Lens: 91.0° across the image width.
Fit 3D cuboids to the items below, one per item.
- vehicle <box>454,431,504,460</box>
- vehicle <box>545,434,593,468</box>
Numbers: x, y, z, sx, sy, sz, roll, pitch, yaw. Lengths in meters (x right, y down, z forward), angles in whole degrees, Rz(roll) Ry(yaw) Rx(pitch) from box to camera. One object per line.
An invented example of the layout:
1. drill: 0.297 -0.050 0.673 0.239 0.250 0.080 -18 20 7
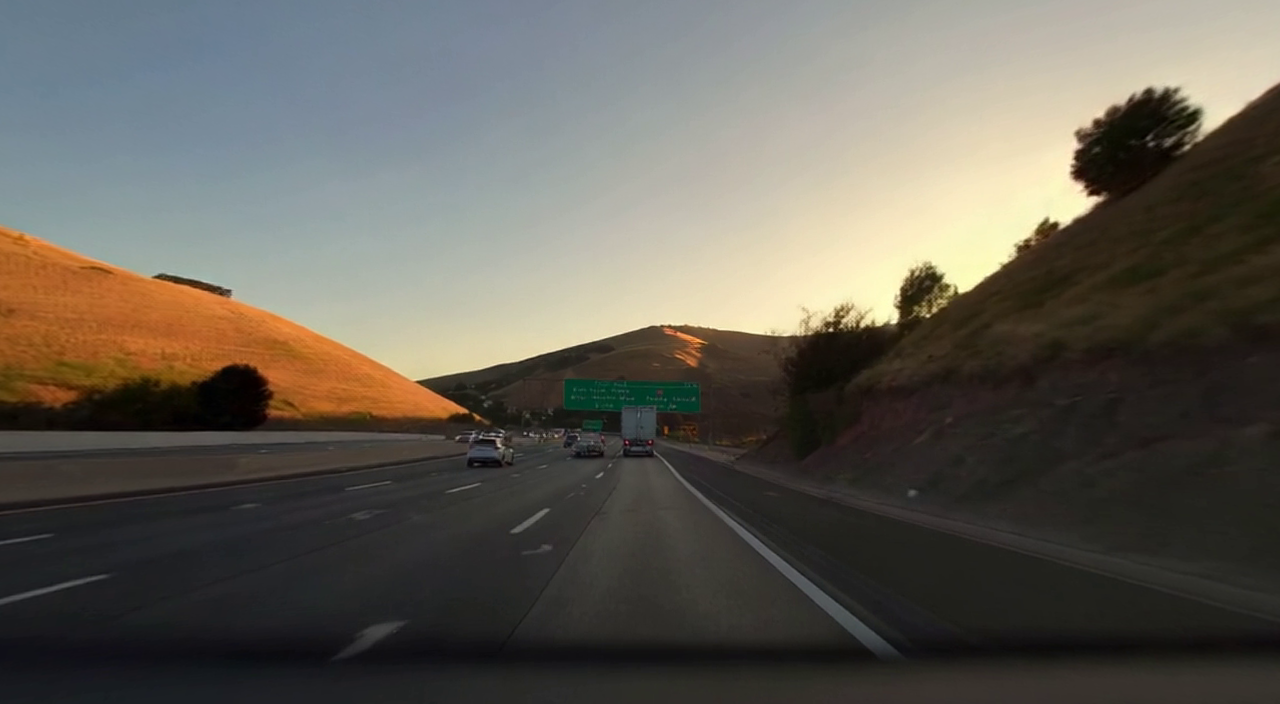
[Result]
1. vehicle: -10.240 6.011 40.424 1.958 1.758 4.684 0 -9 0
2. vehicle: -3.786 5.404 34.497 2.053 1.746 4.508 0 -9 1
